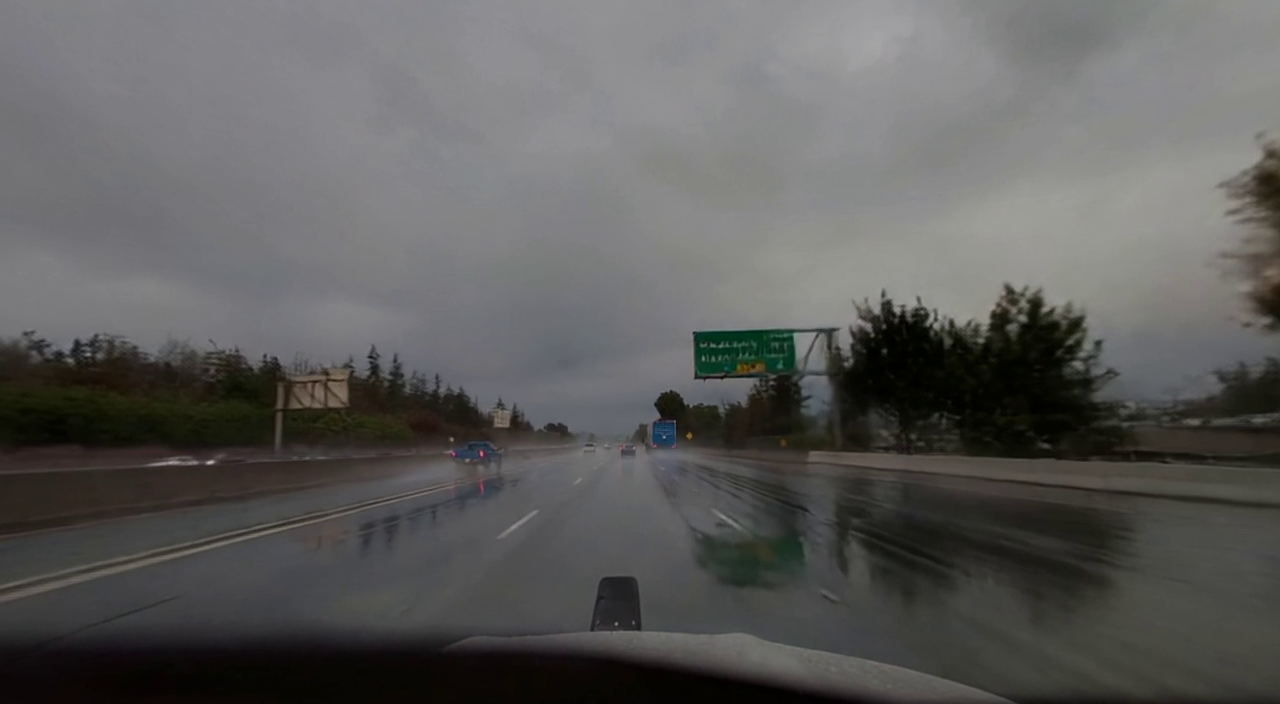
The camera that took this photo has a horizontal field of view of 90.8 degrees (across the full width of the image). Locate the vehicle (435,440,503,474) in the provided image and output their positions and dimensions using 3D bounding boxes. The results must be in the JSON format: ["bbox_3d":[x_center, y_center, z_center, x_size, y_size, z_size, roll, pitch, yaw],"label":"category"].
[{"bbox_3d":[-8.031,4.983,30.145,2.033,1.494,4.508,0,-8,0],"label":"vehicle"}]
